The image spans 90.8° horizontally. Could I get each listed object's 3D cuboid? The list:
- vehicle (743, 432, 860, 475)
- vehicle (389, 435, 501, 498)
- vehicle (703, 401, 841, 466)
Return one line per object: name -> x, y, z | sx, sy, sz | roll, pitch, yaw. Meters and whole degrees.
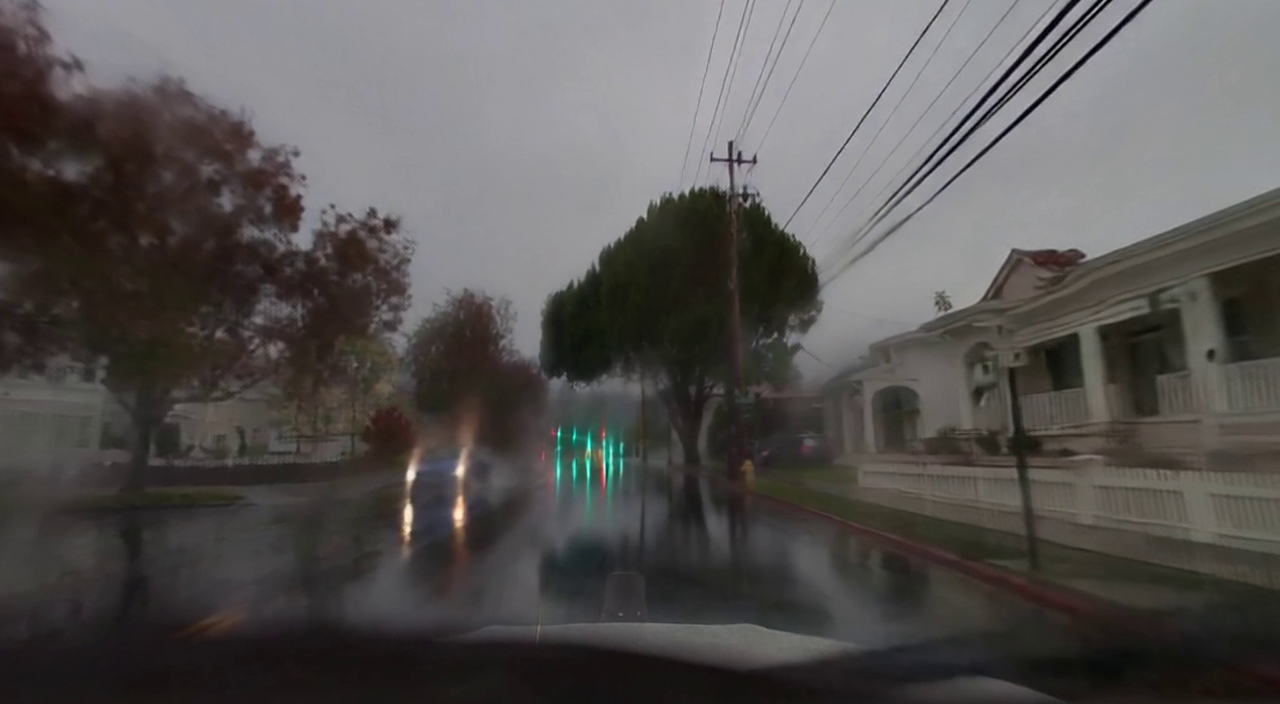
vehicle -> 6.842, 4.346, 27.144 | 4.412, 1.565, 1.957 | -3, -8, -2
vehicle -> -5.231, 3.092, 17.604 | 1.892, 1.501, 4.335 | 0, -8, -2
vehicle -> 7.496, 4.705, 36.338 | 7.115, 3.010, 2.378 | -4, -9, -8
